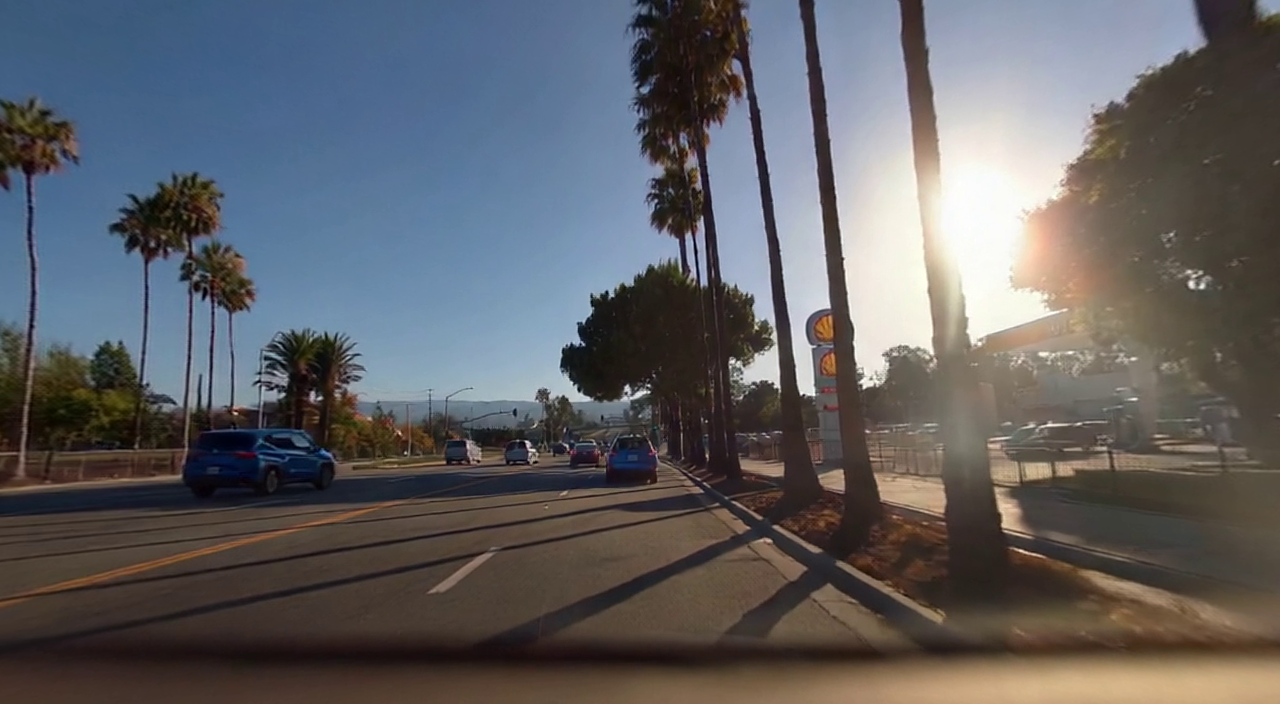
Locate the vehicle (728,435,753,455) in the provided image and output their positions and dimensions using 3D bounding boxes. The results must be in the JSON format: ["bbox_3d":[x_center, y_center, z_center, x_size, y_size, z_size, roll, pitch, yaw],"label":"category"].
[{"bbox_3d":[7.671,7.128,47.870,1.837,1.416,3.947,-1,-9,9],"label":"vehicle"}]

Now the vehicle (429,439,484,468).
[{"bbox_3d":[-11.387,6.349,39.386,1.998,1.731,4.952,0,-9,-1],"label":"vehicle"}]

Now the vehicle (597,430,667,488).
[{"bbox_3d":[-0.231,3.521,20.842,2.121,1.710,3.893,0,-9,0],"label":"vehicle"}]

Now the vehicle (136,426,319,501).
[{"bbox_3d":[-10.818,2.946,16.945,1.965,1.743,4.327,0,-9,0],"label":"vehicle"}]

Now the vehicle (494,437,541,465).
[{"bbox_3d":[-7.673,6.248,39.642,2.099,1.608,4.420,0,-9,0],"label":"vehicle"}]
